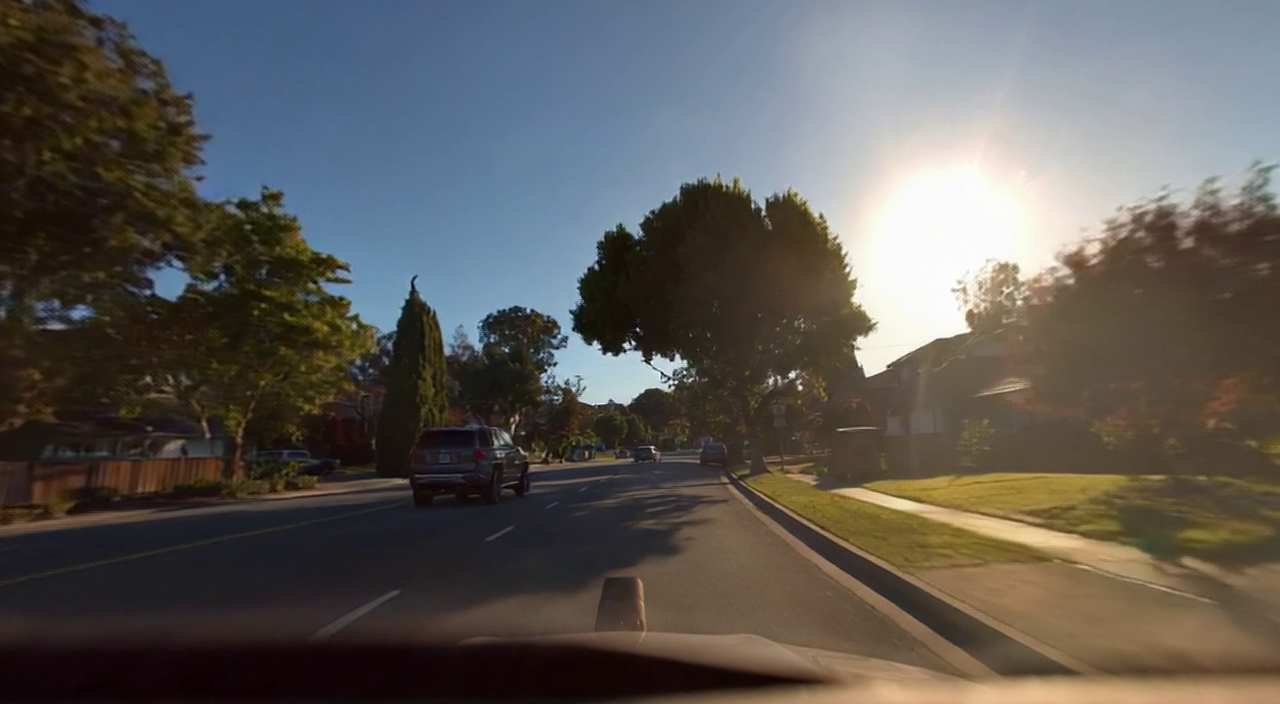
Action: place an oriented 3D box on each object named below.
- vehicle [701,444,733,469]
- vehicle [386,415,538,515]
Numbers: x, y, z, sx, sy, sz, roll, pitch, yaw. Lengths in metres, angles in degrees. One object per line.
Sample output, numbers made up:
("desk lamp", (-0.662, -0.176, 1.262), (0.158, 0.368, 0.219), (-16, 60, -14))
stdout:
("vehicle", (5.523, 7.399, 44.840), (2.040, 1.643, 4.446), (-1, -9, 9))
("vehicle", (-4.159, 2.756, 15.894), (2.085, 2.084, 5.133), (-1, -8, 3))
